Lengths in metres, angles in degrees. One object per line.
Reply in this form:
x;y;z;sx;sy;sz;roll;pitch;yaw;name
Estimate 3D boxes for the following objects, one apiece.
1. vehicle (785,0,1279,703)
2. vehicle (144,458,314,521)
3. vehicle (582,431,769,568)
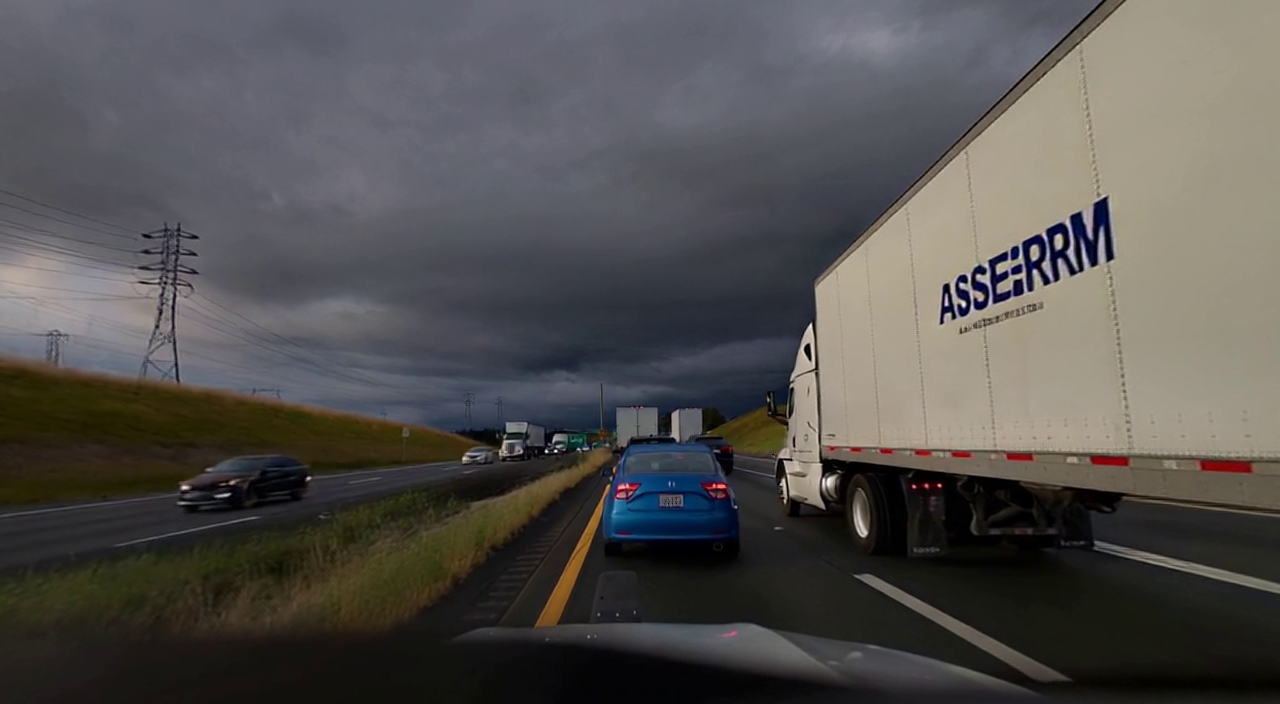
4.126;-0.242;2.989;3.138;4.065;14.276;0;-8;-1;vehicle
-11.777;3.925;18.508;1.914;1.478;4.597;-1;-8;0;vehicle
0.331;1.867;8.728;2.045;1.446;3.597;0;-8;-2;vehicle
